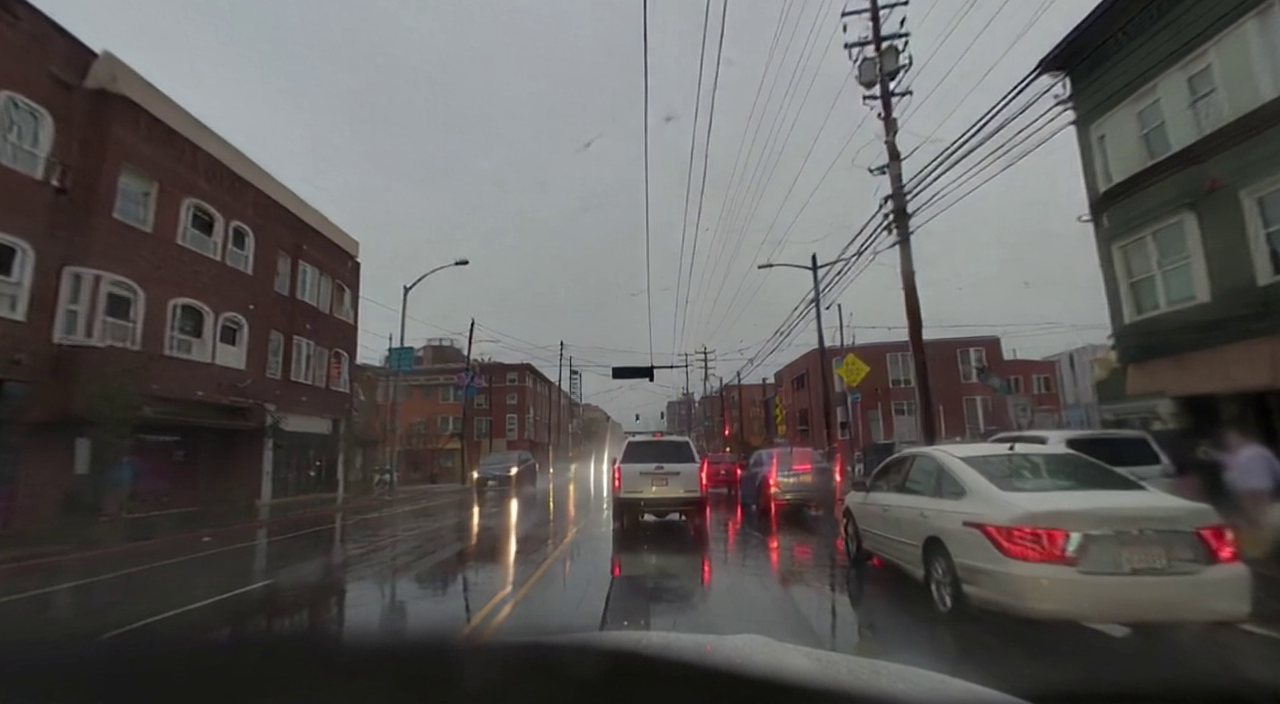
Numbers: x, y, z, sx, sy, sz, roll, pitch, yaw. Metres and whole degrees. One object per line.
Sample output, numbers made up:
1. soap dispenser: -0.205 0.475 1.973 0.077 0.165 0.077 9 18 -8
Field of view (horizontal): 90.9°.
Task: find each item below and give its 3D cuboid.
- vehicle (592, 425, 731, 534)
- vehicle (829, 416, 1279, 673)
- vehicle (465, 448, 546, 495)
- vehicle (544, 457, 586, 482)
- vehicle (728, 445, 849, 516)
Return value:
1. vehicle: 0.344 2.355 12.221 2.232 1.736 4.036 0 -8 0
2. vehicle: 3.354 1.499 6.002 1.906 1.578 4.020 0 -8 1
3. vehicle: -5.330 4.775 25.698 2.215 1.703 4.614 -1 -8 1
4. vehicle: -4.998 7.898 42.605 2.014 1.538 4.275 -1 -9 3
5. vehicle: 3.388 2.993 15.294 1.970 1.452 4.227 0 -8 1
